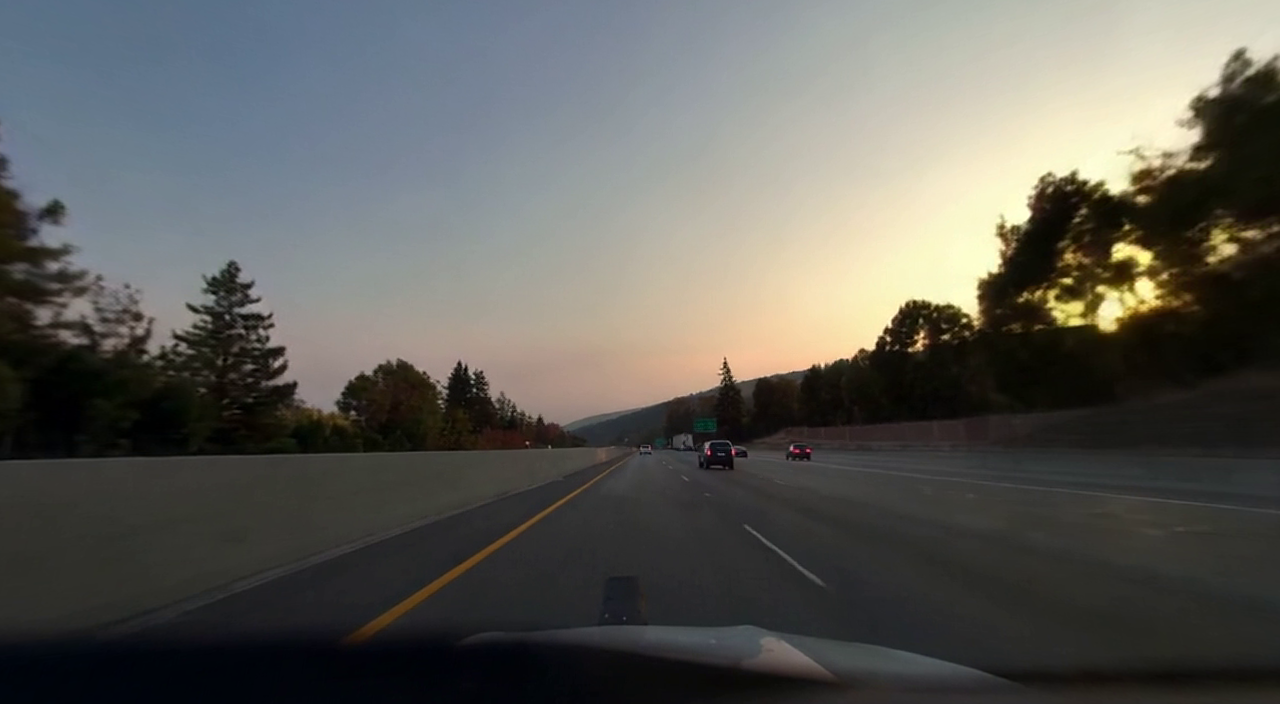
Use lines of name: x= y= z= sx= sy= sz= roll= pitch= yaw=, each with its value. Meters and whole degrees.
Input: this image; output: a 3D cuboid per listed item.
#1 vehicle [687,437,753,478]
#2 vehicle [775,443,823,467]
vehicle: x=3.453 y=4.660 z=28.029 sx=2.326 sy=1.644 sz=4.206 roll=0 pitch=-9 yaw=-1
vehicle: x=10.401 y=6.760 z=41.622 sx=1.970 sy=1.479 sz=4.480 roll=0 pitch=-9 yaw=-1
